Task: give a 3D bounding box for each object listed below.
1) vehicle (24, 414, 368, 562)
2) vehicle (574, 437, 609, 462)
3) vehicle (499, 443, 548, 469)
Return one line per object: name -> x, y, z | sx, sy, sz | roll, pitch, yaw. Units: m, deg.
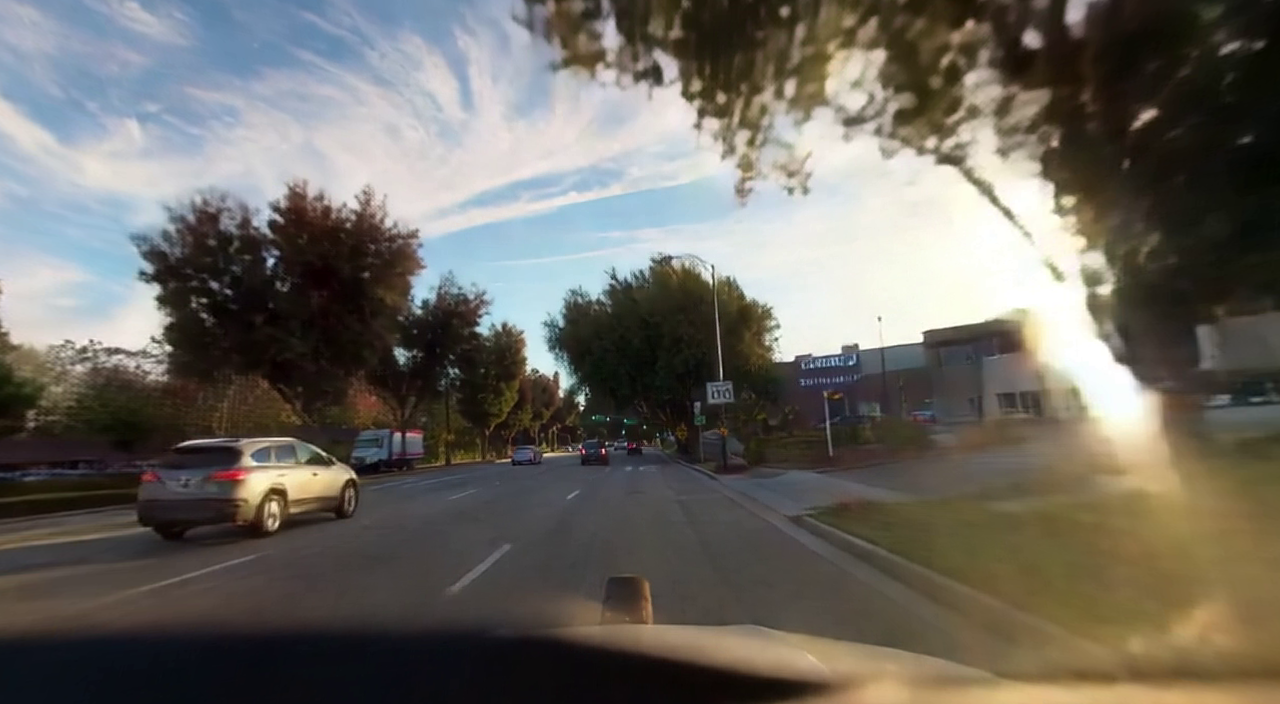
vehicle -> -6.680, 2.090, 10.458 | 2.137, 1.835, 4.844 | 0, -9, 0
vehicle -> -3.273, 6.687, 43.220 | 2.100, 1.661, 3.837 | 0, -9, 1
vehicle -> -6.821, 6.124, 37.386 | 2.072, 1.427, 4.328 | 0, -9, 0
